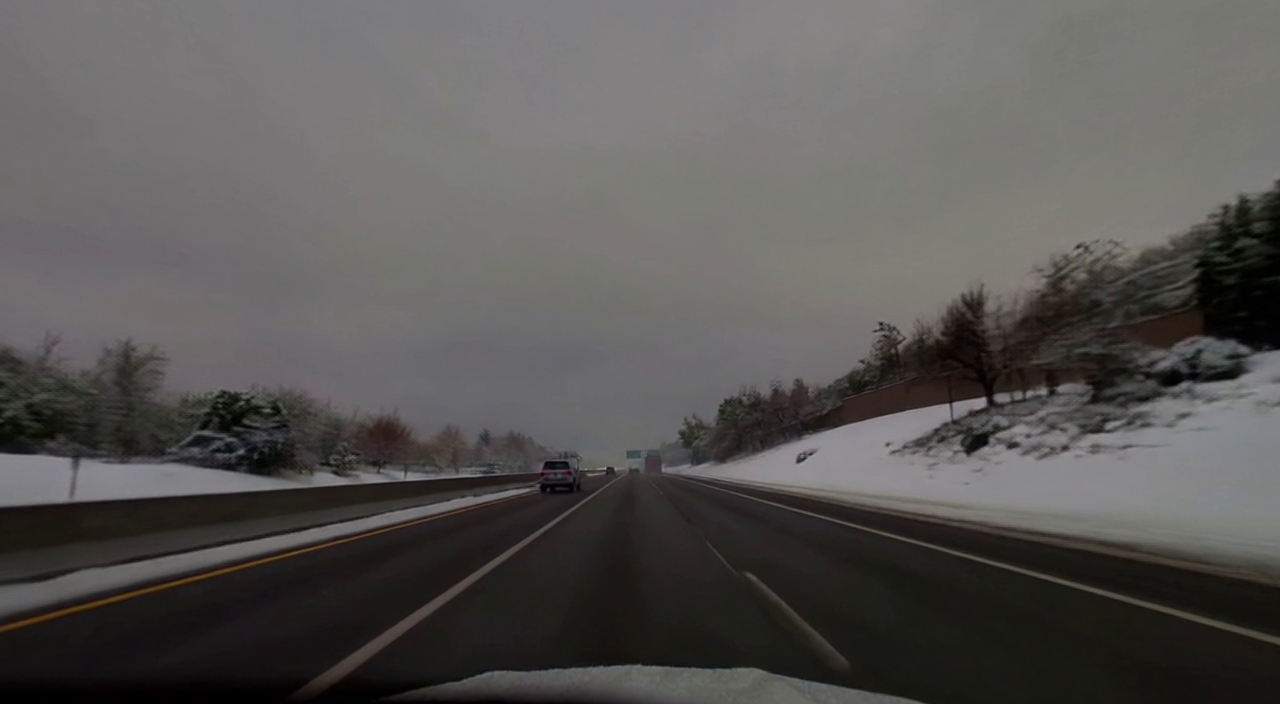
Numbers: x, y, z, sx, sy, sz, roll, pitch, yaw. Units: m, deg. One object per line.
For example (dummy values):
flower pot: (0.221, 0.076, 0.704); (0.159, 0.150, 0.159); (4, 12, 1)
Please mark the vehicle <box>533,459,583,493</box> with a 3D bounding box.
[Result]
vehicle: (-4.595, 7.050, 36.015); (2.178, 1.736, 4.847); (1, -10, 0)
